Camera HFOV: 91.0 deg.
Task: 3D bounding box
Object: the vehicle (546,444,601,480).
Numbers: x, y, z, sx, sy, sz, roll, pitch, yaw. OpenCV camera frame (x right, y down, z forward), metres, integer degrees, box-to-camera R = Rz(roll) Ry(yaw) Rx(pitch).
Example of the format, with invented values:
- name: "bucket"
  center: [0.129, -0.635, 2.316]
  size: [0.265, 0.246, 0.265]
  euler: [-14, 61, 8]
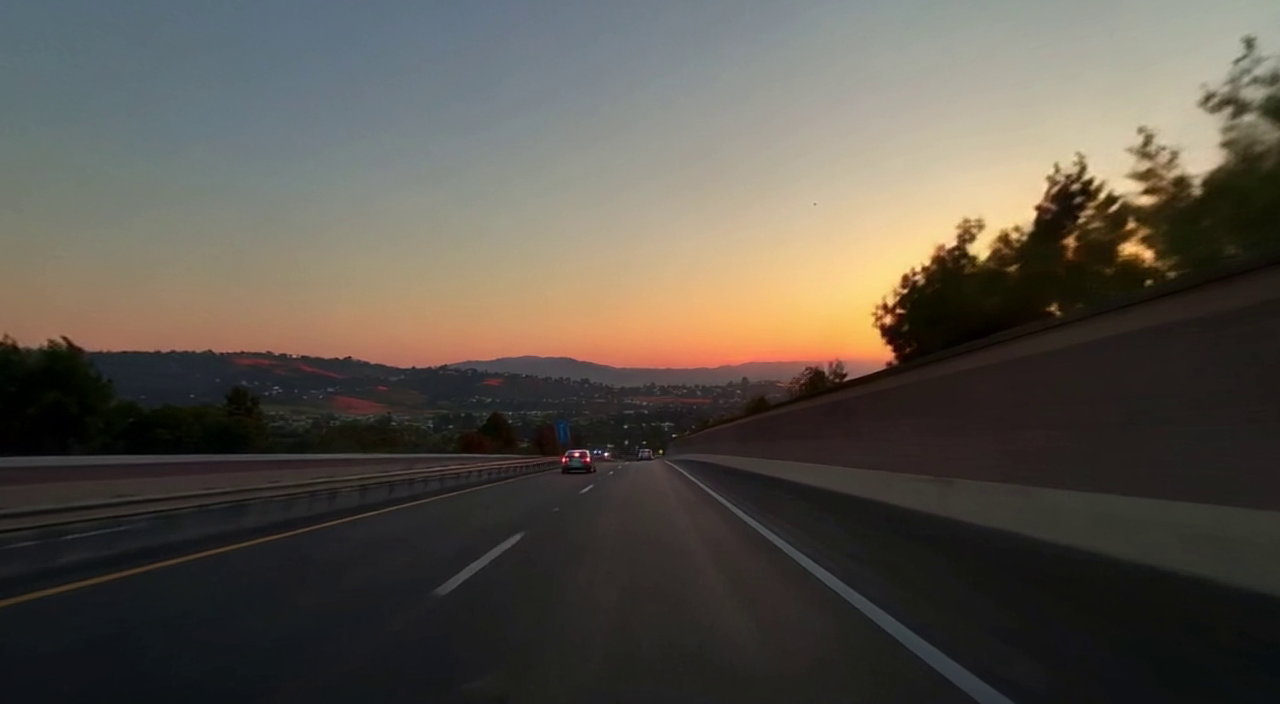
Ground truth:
- name: "vehicle"
  center: [-2.948, 4.985, 28.865]
  size: [2.050, 1.530, 4.144]
  euler: [0, -8, 0]
